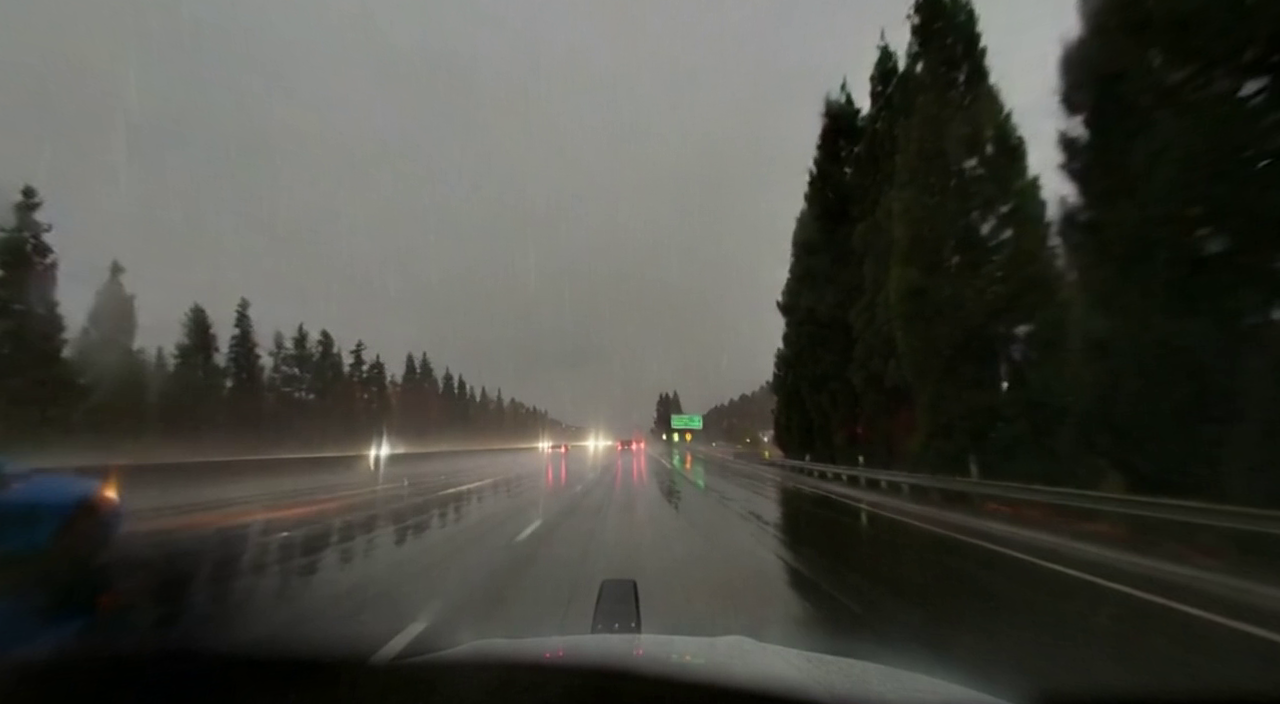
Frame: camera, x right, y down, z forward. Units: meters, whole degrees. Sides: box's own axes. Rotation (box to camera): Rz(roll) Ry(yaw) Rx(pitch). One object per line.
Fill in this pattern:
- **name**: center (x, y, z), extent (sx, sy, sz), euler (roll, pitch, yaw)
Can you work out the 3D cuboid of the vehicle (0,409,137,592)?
- **vehicle**: center (-6.674, 1.168, 4.637), extent (2.016, 1.606, 4.806), euler (0, -9, -1)
